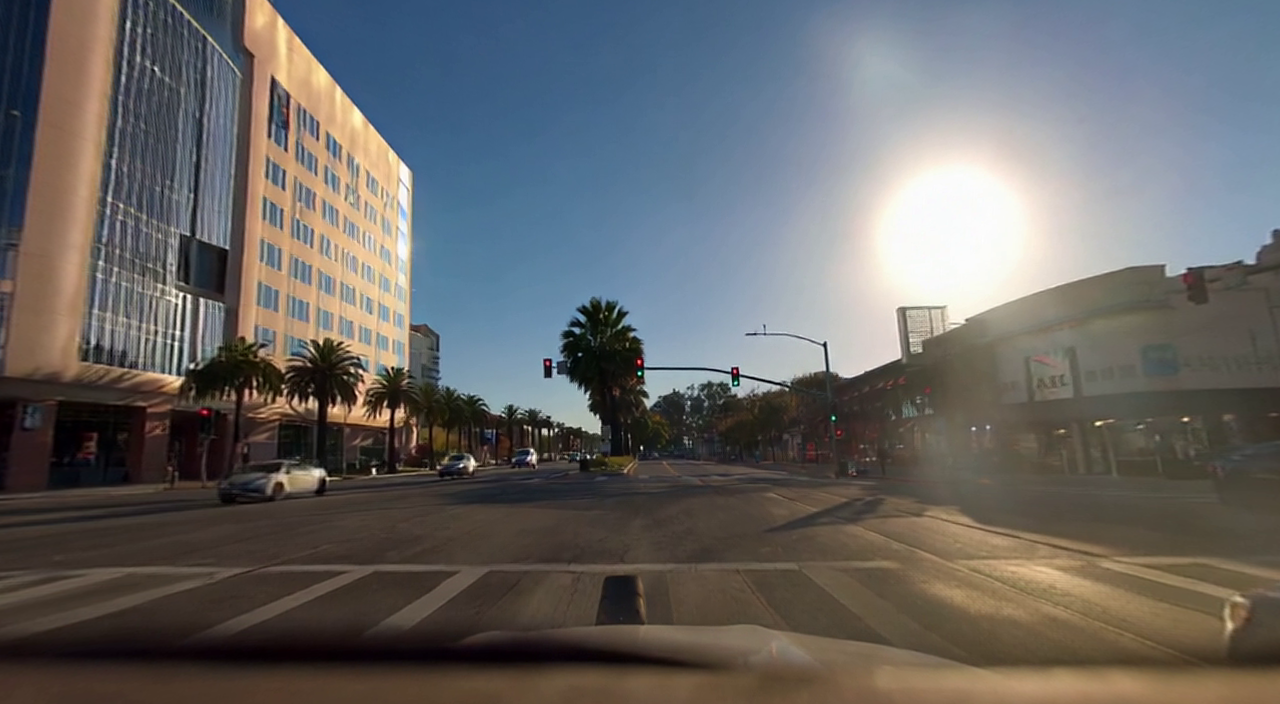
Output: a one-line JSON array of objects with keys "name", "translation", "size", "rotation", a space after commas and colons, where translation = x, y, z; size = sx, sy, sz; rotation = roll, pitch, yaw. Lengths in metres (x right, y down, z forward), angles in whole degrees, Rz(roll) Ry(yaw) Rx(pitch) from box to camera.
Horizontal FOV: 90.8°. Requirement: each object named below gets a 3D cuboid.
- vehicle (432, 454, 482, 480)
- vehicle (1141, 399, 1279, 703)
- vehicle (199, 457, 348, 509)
[{"name": "vehicle", "translation": [-12.349, 7.750, 42.894], "size": [2.038, 1.624, 4.292], "rotation": [0, -9, 1]}, {"name": "vehicle", "translation": [3.220, 0.607, 0.169], "size": [2.106, 1.472, 4.854], "rotation": [0, -9, -1]}, {"name": "vehicle", "translation": [-12.371, 4.422, 21.820], "size": [2.145, 1.504, 4.857], "rotation": [0, -9, 1]}]
